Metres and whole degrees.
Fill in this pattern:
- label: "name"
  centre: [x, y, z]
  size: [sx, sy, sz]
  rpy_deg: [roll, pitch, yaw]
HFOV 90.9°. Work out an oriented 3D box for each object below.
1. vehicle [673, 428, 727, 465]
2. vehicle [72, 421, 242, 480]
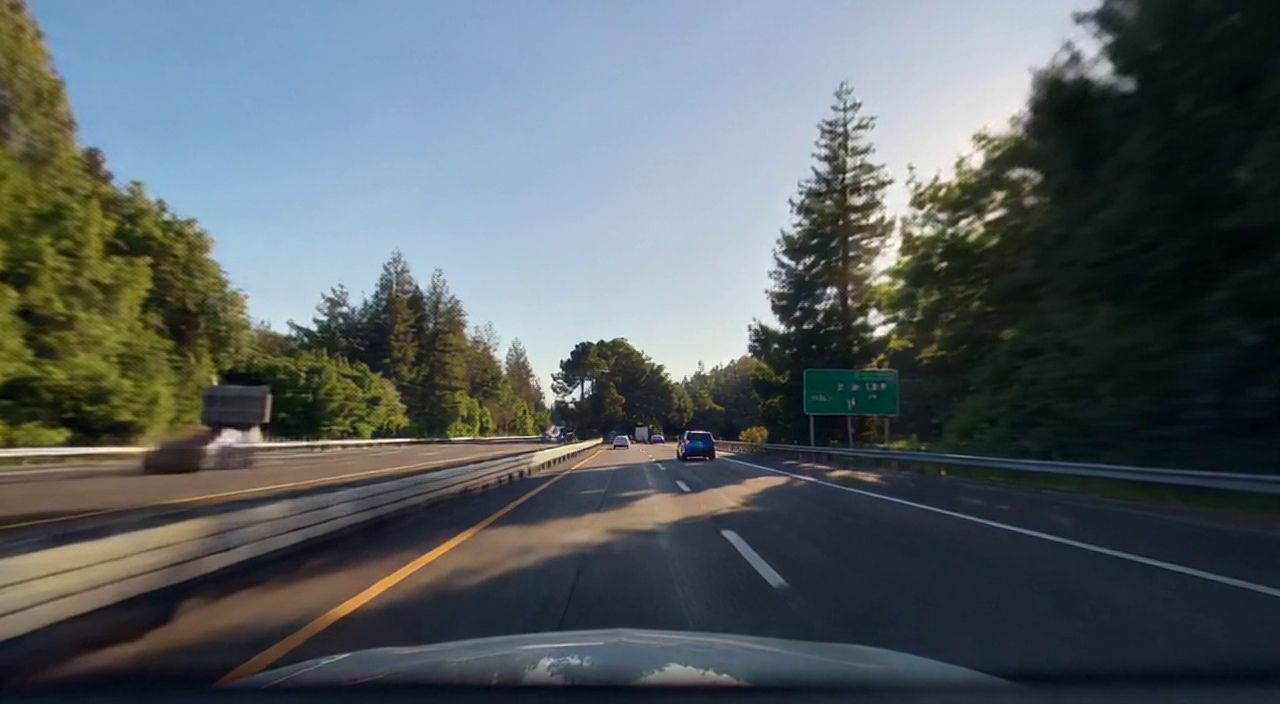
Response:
- label: "vehicle"
  centre: [2.878, 4.674, 31.424]
  size: [2.085, 1.681, 4.436]
  rpy_deg: [0, -7, -2]
- label: "vehicle"
  centre: [-14.044, 2.870, 18.674]
  size: [1.989, 1.531, 3.818]
  rpy_deg: [0, -7, -1]
